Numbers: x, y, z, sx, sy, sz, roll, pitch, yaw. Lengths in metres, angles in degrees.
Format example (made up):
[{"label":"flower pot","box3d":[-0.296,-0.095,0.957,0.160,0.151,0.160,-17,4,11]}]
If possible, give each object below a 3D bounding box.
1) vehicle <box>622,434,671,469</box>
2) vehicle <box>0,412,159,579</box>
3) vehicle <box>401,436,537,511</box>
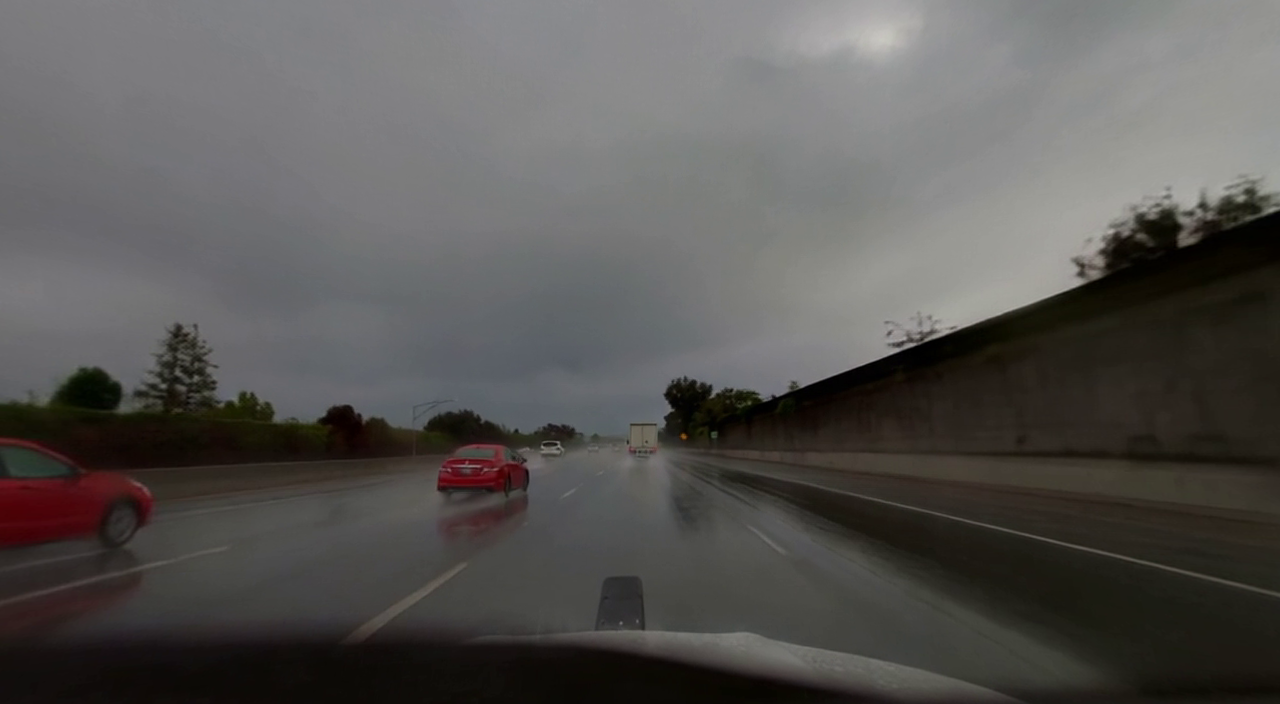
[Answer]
[{"label":"vehicle","box3d":[0.346,6.101,38.768,2.856,1.994,4.931,0,-9,-1]},{"label":"vehicle","box3d":[-7.569,1.401,6.034,2.189,1.673,4.699,0,-9,-1]},{"label":"vehicle","box3d":[-3.820,2.791,14.980,2.000,1.512,4.371,0,-9,0]}]
